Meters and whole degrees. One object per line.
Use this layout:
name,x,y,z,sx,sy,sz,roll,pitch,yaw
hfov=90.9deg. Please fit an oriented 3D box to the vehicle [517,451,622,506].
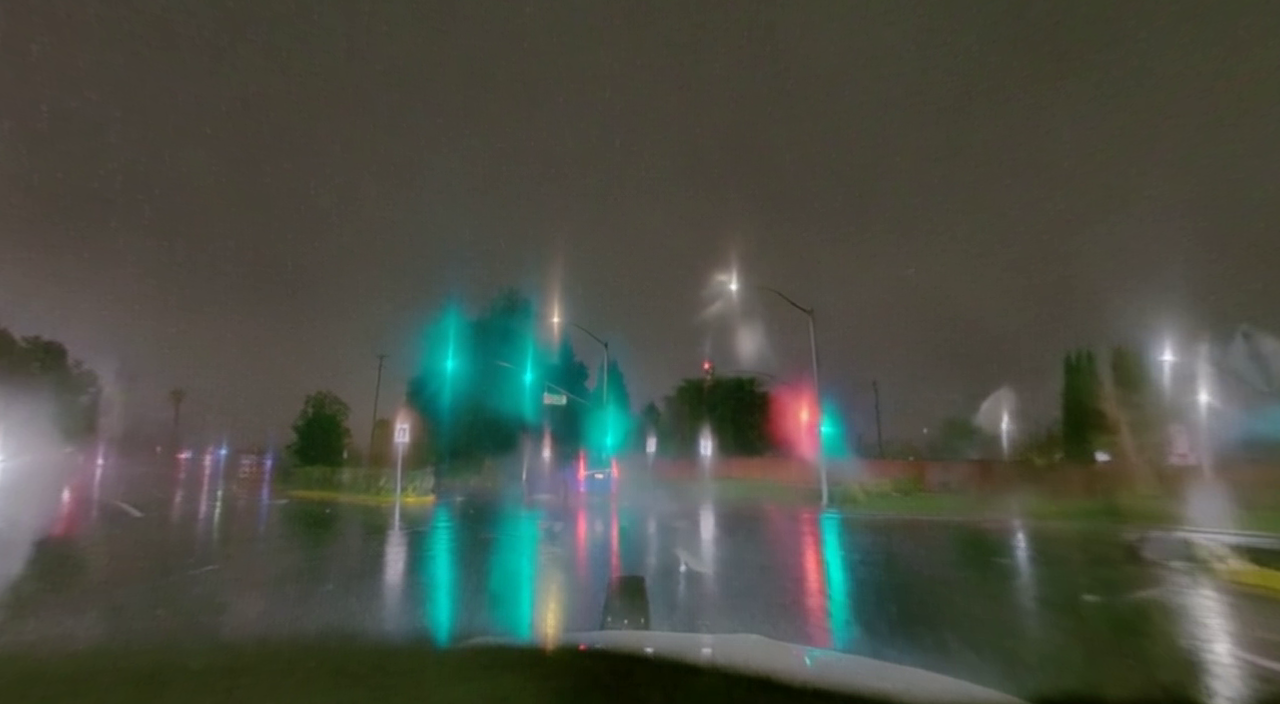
vehicle,-2.758,4.623,23.423,2.284,1.788,4.871,5,-11,-26
